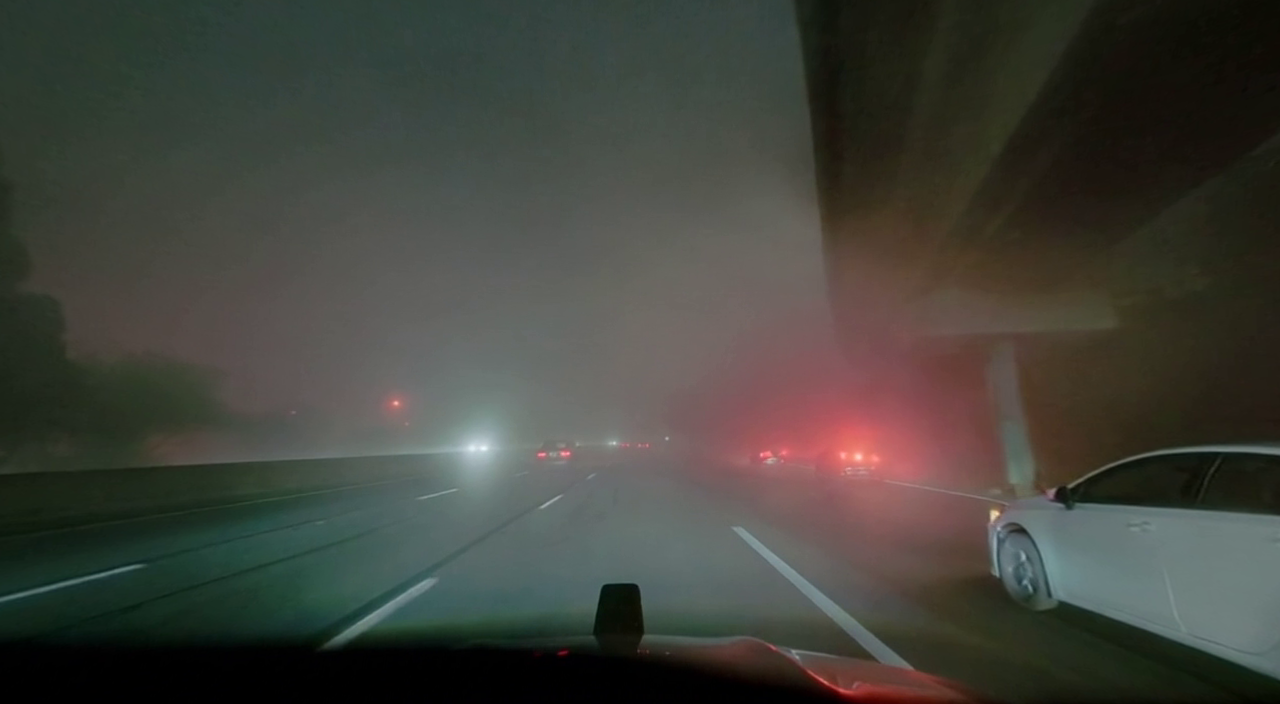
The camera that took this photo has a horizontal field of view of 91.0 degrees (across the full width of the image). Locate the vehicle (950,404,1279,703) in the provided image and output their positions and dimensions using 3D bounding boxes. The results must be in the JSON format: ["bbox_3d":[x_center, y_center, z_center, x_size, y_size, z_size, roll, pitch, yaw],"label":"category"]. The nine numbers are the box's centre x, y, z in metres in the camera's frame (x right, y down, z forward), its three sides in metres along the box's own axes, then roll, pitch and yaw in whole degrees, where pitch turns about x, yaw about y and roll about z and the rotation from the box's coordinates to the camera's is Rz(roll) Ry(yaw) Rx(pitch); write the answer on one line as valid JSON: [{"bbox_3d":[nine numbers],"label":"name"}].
[{"bbox_3d":[3.652,1.036,2.850,2.047,1.532,4.884,0,-9,0],"label":"vehicle"}]

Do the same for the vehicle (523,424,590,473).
[{"bbox_3d":[-4.037,4.877,31.829,2.496,2.203,6.317,0,-9,0],"label":"vehicle"}]
